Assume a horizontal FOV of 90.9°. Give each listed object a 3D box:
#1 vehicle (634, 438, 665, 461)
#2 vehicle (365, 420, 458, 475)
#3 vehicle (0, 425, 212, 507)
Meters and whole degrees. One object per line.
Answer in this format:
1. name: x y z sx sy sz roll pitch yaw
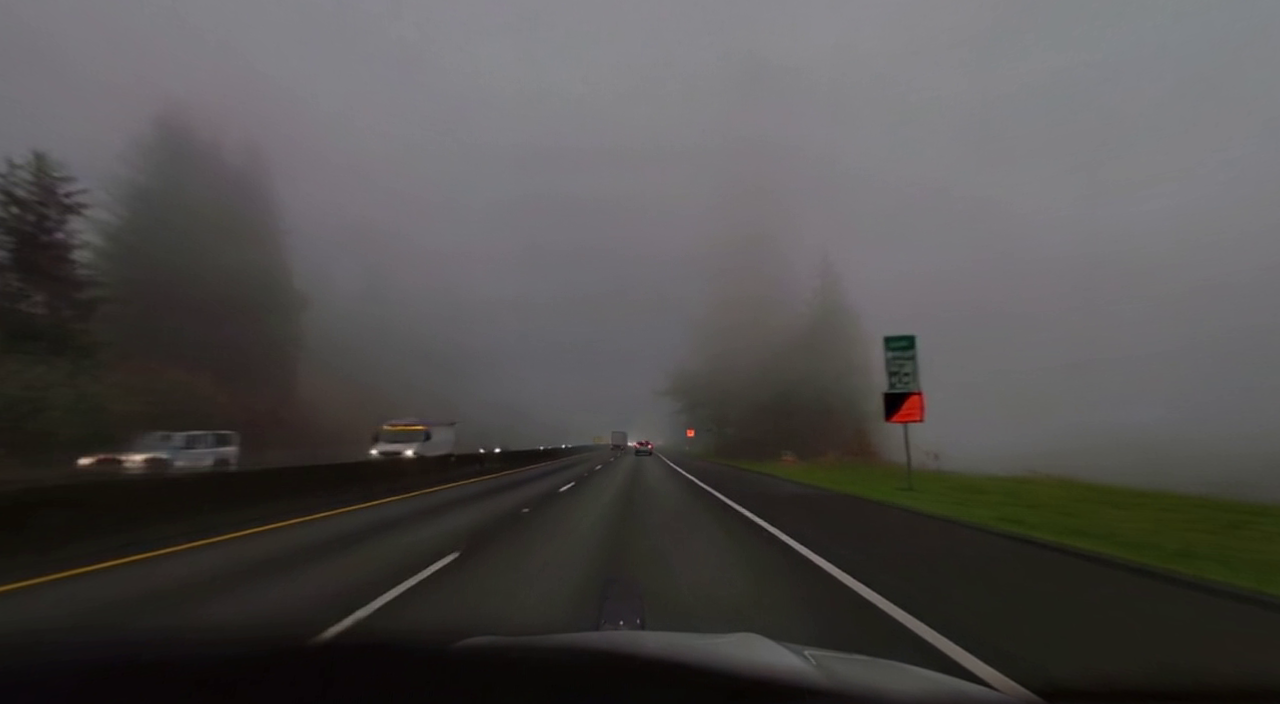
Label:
1. vehicle: 0.637 6.791 44.061 2.030 1.523 4.114 0 -8 0
2. vehicle: -10.829 4.597 30.455 2.323 2.410 5.572 0 -8 1
3. vehicle: -14.983 3.121 17.792 2.067 1.948 5.164 0 -8 0
